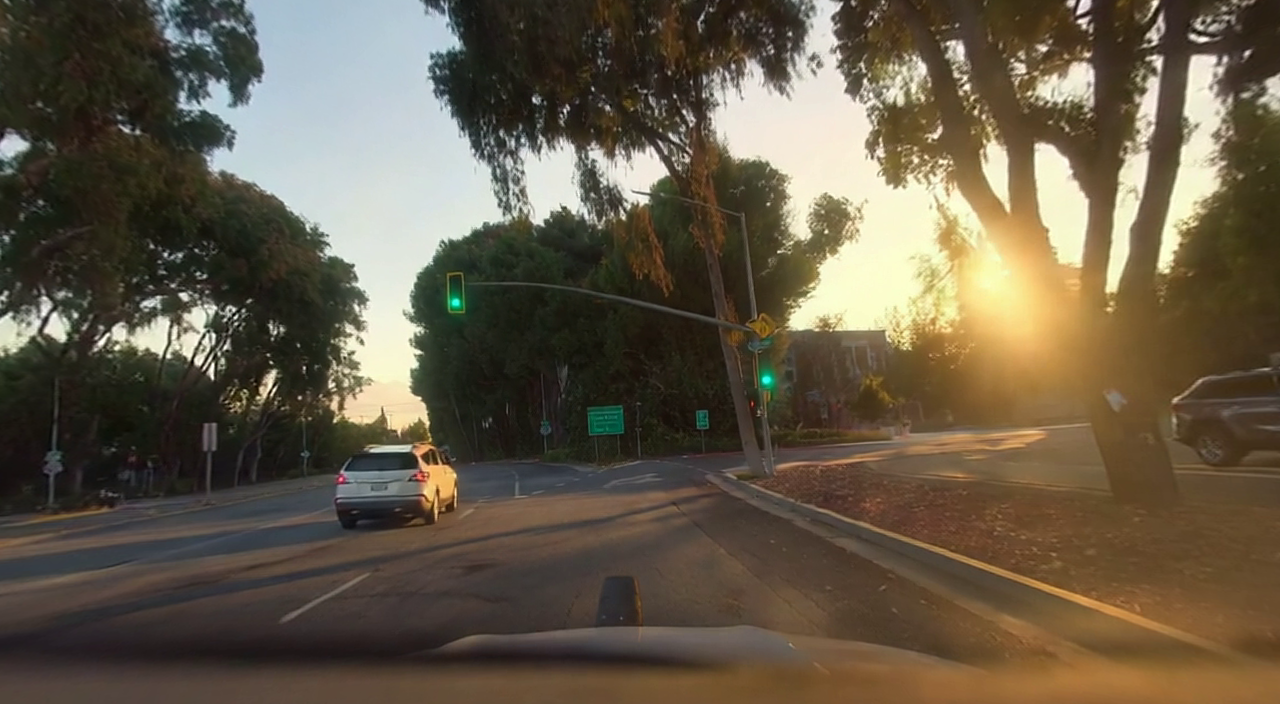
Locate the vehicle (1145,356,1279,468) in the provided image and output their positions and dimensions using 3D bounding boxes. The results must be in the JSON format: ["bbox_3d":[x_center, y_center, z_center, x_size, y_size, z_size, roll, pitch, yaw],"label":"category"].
[{"bbox_3d":[10.607,0.916,9.933,1.855,1.669,4.529,-5,-9,6],"label":"vehicle"}]

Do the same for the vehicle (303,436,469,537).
[{"bbox_3d":[-4.992,2.666,13.236,2.134,1.707,4.471,1,-9,-8],"label":"vehicle"}]
